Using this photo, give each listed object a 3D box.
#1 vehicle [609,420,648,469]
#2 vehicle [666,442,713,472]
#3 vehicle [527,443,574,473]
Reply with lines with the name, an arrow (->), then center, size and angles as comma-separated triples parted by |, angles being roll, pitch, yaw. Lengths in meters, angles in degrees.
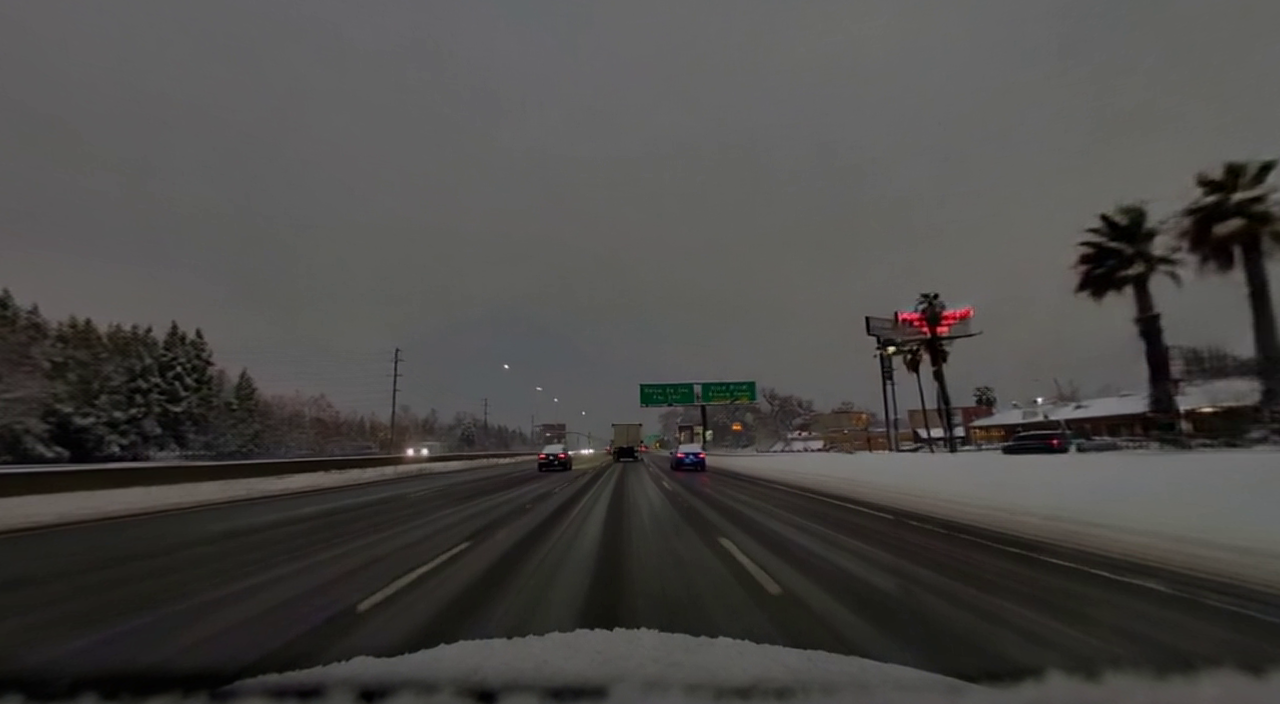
vehicle -> -0.780, 6.156, 42.007 | 2.364, 2.953, 6.495 | 0, -8, -2
vehicle -> 2.796, 6.042, 36.578 | 2.175, 1.598, 4.584 | 0, -8, -2
vehicle -> -4.967, 5.940, 35.708 | 2.021, 1.598, 4.887 | 0, -8, -1
